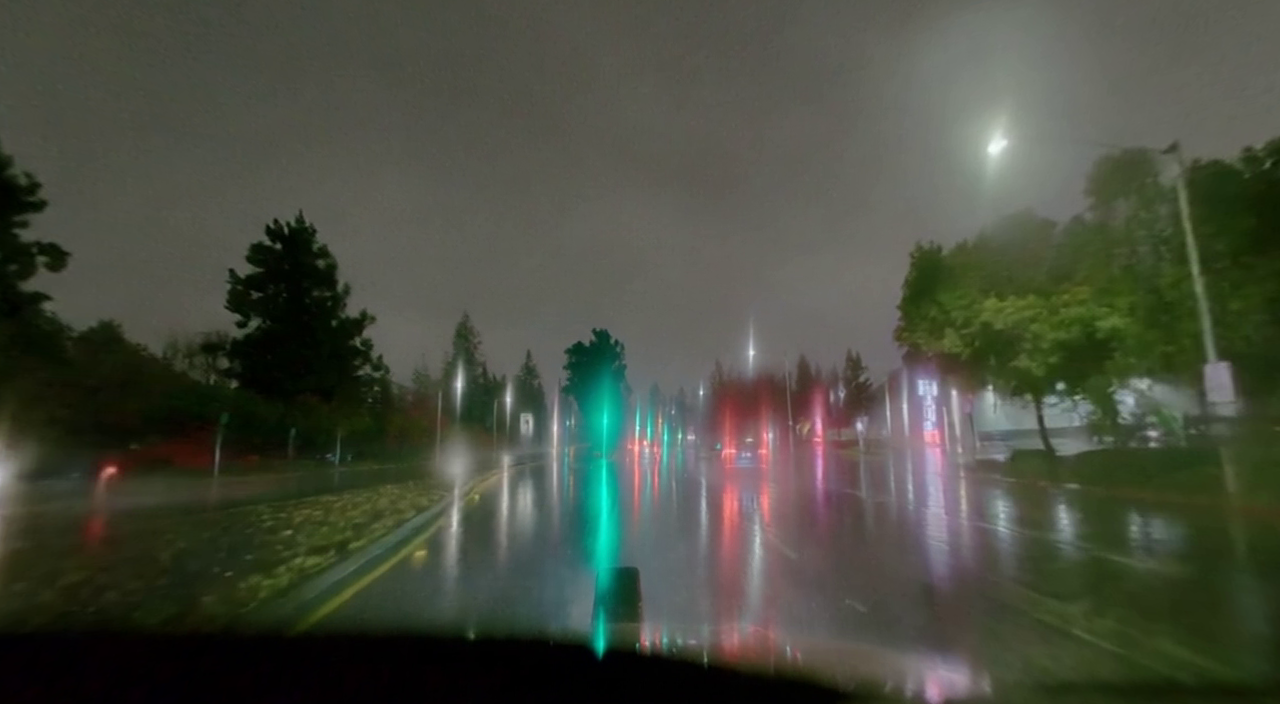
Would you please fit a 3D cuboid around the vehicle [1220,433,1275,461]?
[{"bbox_3d":[38.845,6.073,40.485,1.875,1.645,4.474,-6,-10,36],"label":"vehicle"}]

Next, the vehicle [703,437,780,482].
[{"bbox_3d":[3.618,3.903,23.346,1.948,1.479,4.620,0,-8,-2],"label":"vehicle"}]

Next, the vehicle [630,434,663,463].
[{"bbox_3d":[0.383,6.565,43.076,1.988,1.800,4.322,0,-8,-2],"label":"vehicle"}]
